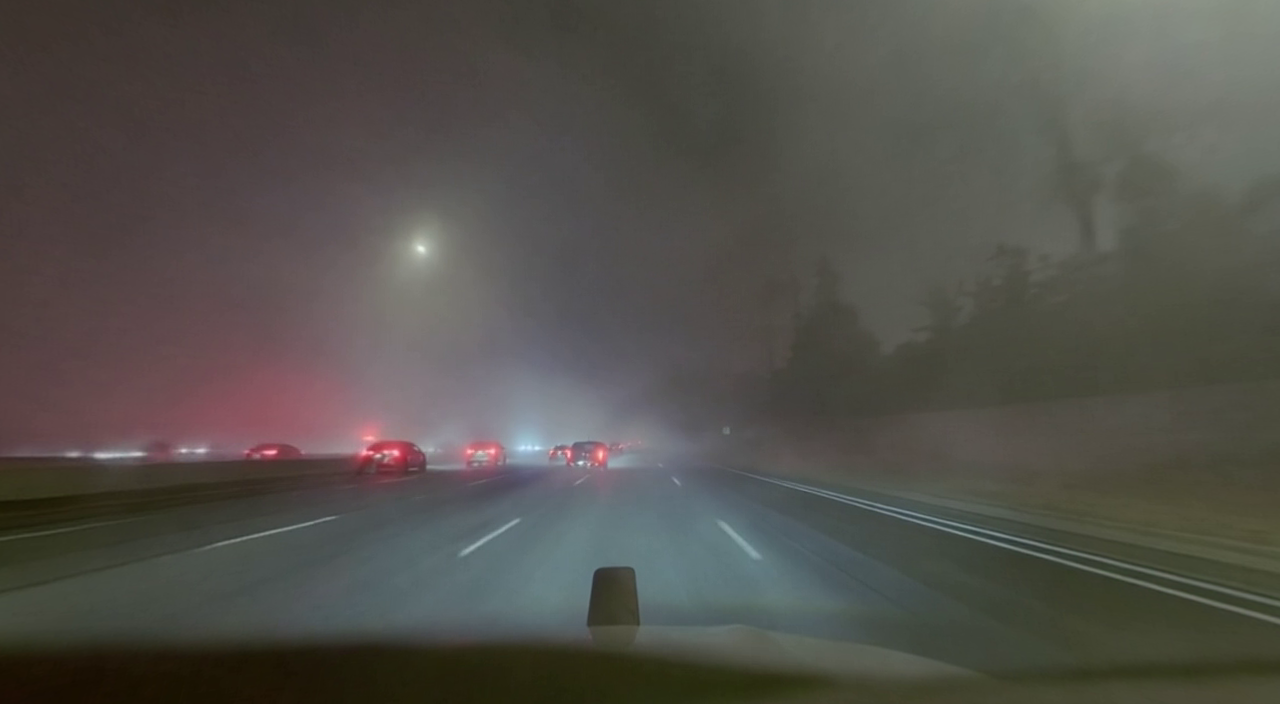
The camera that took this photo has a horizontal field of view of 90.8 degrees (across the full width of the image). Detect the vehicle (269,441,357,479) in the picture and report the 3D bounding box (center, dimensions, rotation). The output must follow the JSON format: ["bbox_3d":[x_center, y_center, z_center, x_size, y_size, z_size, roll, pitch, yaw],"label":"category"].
[{"bbox_3d":[-15.436,5.080,30.122,1.836,1.662,4.317,0,-8,1],"label":"vehicle"}]

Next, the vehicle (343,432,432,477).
[{"bbox_3d":[-11.454,4.673,29.054,1.986,1.875,4.902,0,-8,1],"label":"vehicle"}]

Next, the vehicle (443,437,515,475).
[{"bbox_3d":[-7.544,4.913,30.121,2.204,1.677,4.438,0,-8,1],"label":"vehicle"}]

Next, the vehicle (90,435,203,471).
[{"bbox_3d":[-21.620,4.431,27.918,1.852,1.445,3.833,0,-8,0],"label":"vehicle"}]

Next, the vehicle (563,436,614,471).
[{"bbox_3d":[-2.495,5.088,31.874,2.201,1.672,4.128,0,-8,0],"label":"vehicle"}]

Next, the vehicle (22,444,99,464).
[{"bbox_3d":[-45.558,7.990,49.753,1.757,1.469,4.465,0,-8,1],"label":"vehicle"}]
